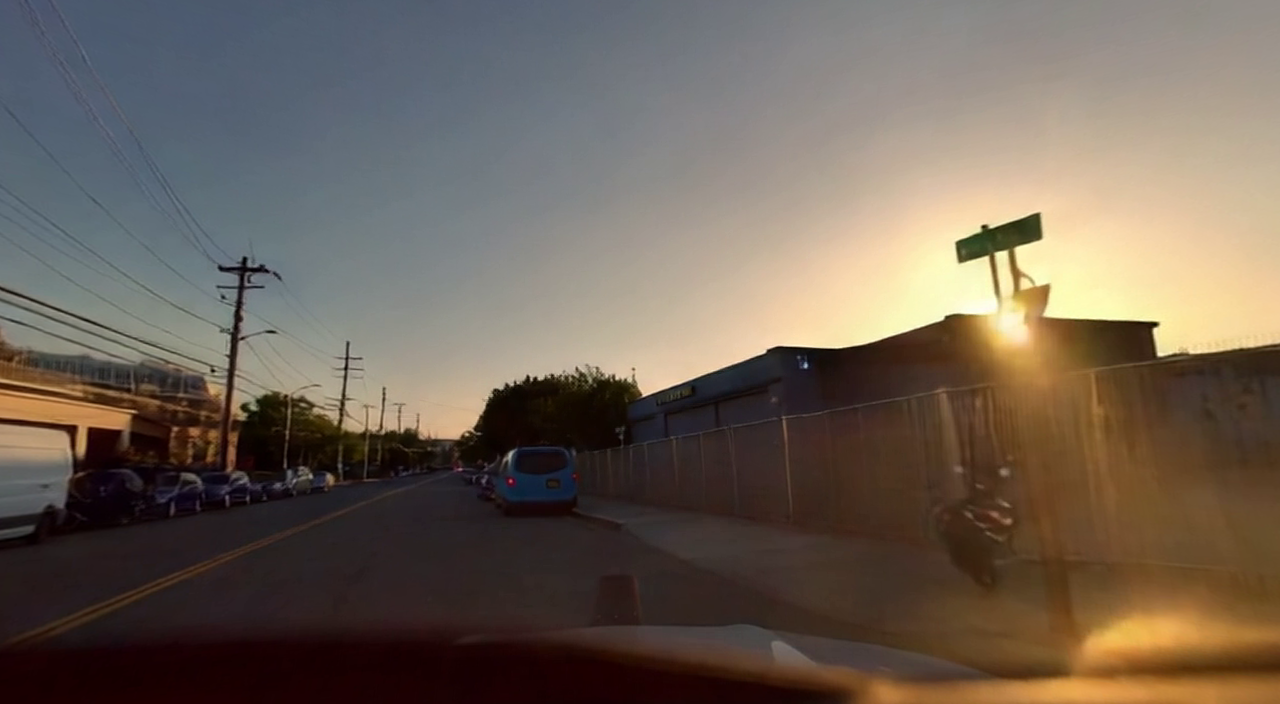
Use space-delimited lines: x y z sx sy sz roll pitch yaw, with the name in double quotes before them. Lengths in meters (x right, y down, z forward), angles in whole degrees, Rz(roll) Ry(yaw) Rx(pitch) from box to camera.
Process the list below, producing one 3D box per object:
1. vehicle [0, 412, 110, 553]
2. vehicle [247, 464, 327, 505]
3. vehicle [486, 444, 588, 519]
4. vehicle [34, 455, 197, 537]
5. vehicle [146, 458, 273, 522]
"vehicle" -12.286 2.478 11.420 2.435 2.308 4.937 -2 -11 -19
"vehicle" -19.008 7.104 34.348 2.504 1.919 5.658 3 -10 -16
"vehicle" -3.524 4.074 20.497 2.327 2.021 5.850 3 -10 -18
"vehicle" -14.018 3.805 17.237 1.857 1.908 4.081 3 -10 -18
"vehicle" -15.846 5.023 23.711 2.304 1.937 5.720 1 -9 -18
